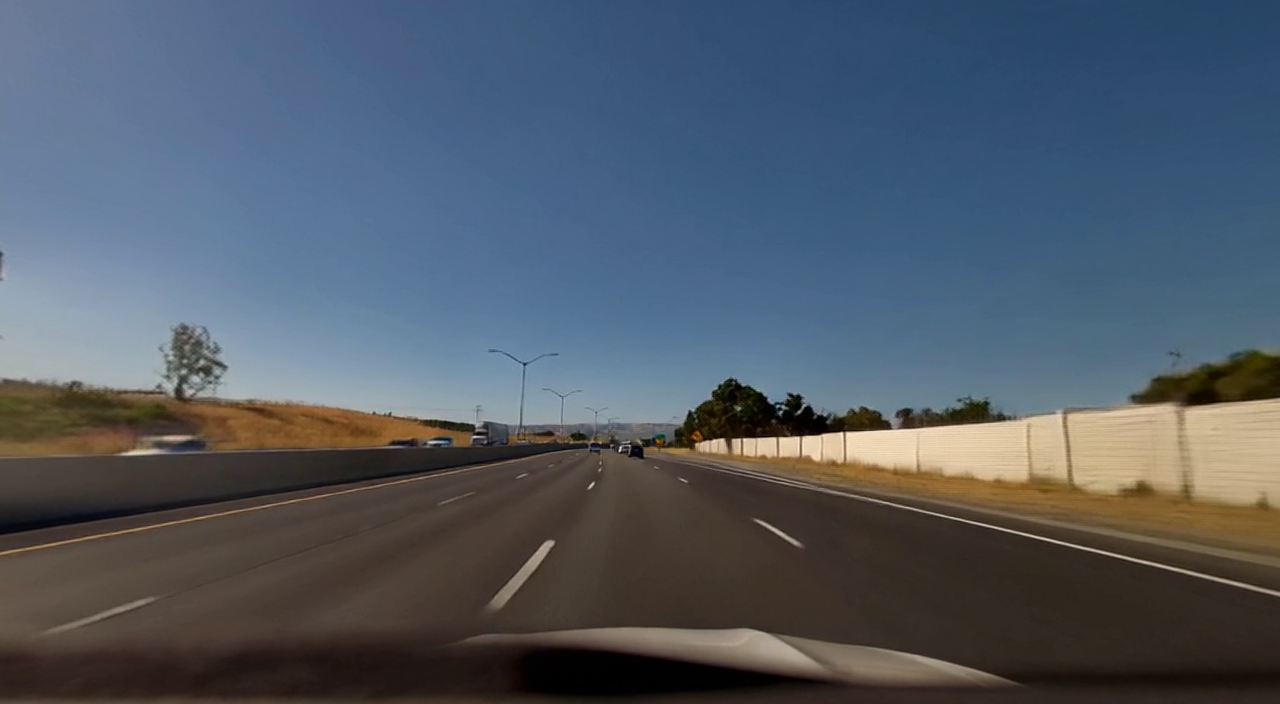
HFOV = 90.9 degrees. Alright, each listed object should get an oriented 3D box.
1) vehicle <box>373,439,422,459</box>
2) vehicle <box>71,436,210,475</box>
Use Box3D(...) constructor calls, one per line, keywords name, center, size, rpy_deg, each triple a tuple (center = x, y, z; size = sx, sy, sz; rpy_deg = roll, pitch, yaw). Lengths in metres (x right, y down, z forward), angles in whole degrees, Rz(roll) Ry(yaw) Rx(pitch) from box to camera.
Box3D(name="vehicle", center=(-18.468, 7.397, 48.286), size=(1.950, 1.463, 4.621), rpy_deg=(0, -8, -1))
Box3D(name="vehicle", center=(-20.794, 4.316, 26.594), size=(1.944, 1.479, 4.827), rpy_deg=(0, -8, -1))
